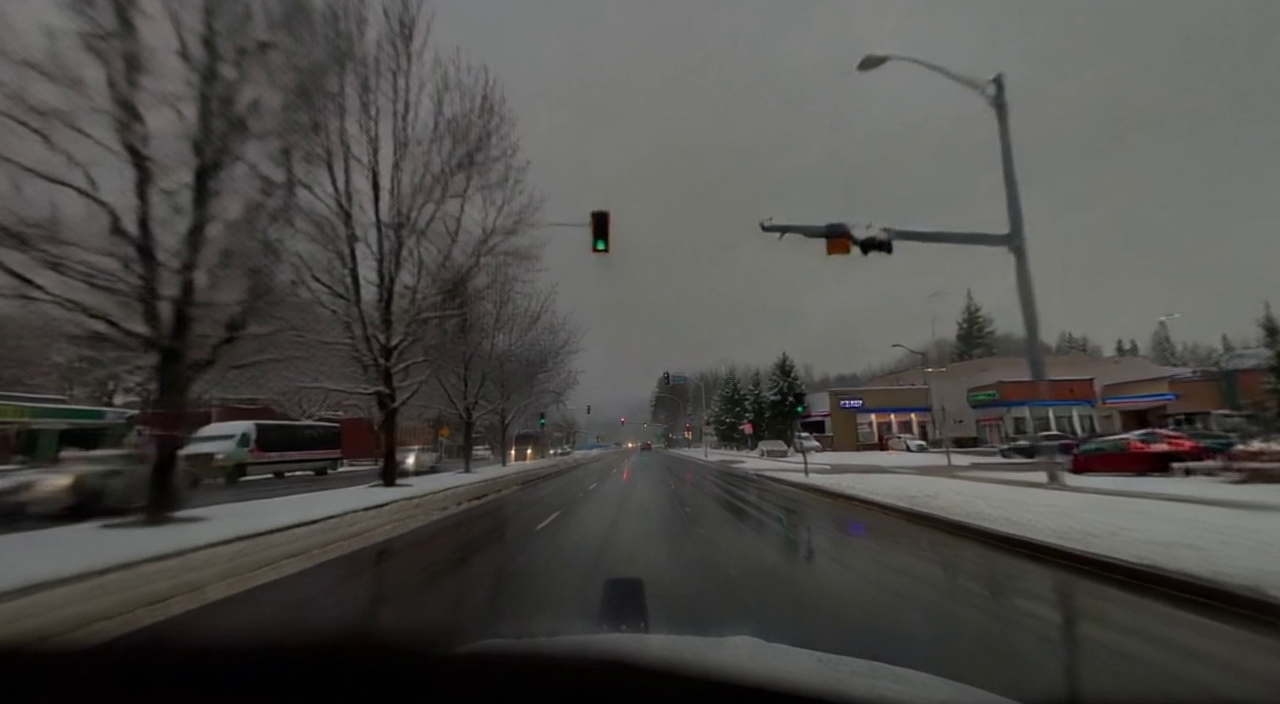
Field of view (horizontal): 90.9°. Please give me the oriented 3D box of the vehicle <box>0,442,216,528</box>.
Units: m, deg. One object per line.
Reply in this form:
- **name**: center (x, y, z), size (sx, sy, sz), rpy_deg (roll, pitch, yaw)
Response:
- **vehicle**: center (-11.531, 2.699, 13.438), size (1.860, 1.495, 4.409), rpy_deg (0, -9, 1)

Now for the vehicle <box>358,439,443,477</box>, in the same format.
- **vehicle**: center (-11.174, 4.976, 29.814), size (2.078, 1.656, 4.624), rpy_deg (0, -9, 1)

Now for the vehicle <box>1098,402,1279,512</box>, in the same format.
- **vehicle**: center (12.483, 1.996, 12.607), size (4.882, 1.927, 2.029), rpy_deg (-3, -8, 2)

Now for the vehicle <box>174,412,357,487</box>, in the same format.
- **vehicle**: center (-18.949, 5.092, 33.182), size (2.958, 3.304, 10.523), rpy_deg (0, -9, 1)
